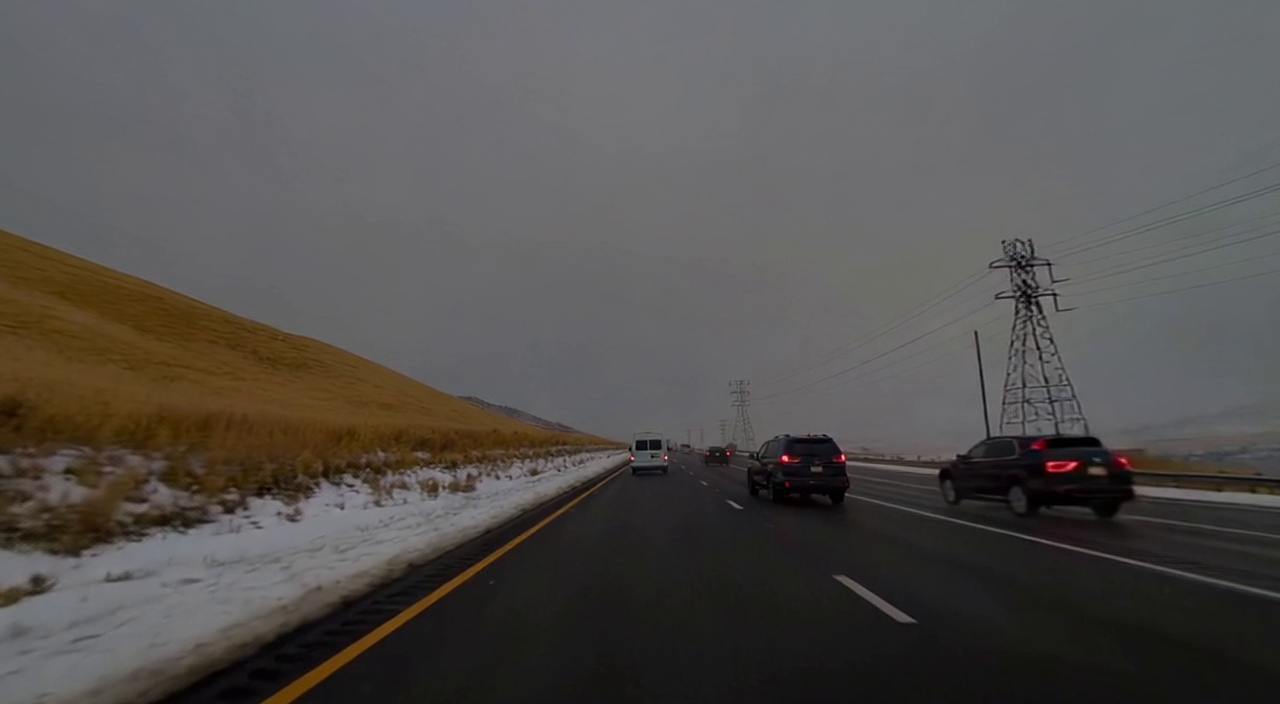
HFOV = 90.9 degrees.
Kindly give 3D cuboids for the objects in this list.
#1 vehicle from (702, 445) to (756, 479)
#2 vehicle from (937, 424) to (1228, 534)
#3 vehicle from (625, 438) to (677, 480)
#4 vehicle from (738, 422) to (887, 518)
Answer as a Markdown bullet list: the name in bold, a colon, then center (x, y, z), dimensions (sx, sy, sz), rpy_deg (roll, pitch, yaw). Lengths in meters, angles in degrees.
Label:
- **vehicle**: center (4.144, 5.166, 29.981), dimensions (1.938, 1.466, 4.356), rpy_deg (0, -8, 0)
- **vehicle**: center (7.957, 2.313, 12.128), dimensions (2.216, 1.673, 4.660), rpy_deg (0, -8, 0)
- **vehicle**: center (0.519, 4.962, 29.525), dimensions (2.268, 1.772, 4.523), rpy_deg (0, -8, 1)
- **vehicle**: center (3.677, 2.609, 14.467), dimensions (2.139, 1.821, 4.480), rpy_deg (0, -8, 0)
